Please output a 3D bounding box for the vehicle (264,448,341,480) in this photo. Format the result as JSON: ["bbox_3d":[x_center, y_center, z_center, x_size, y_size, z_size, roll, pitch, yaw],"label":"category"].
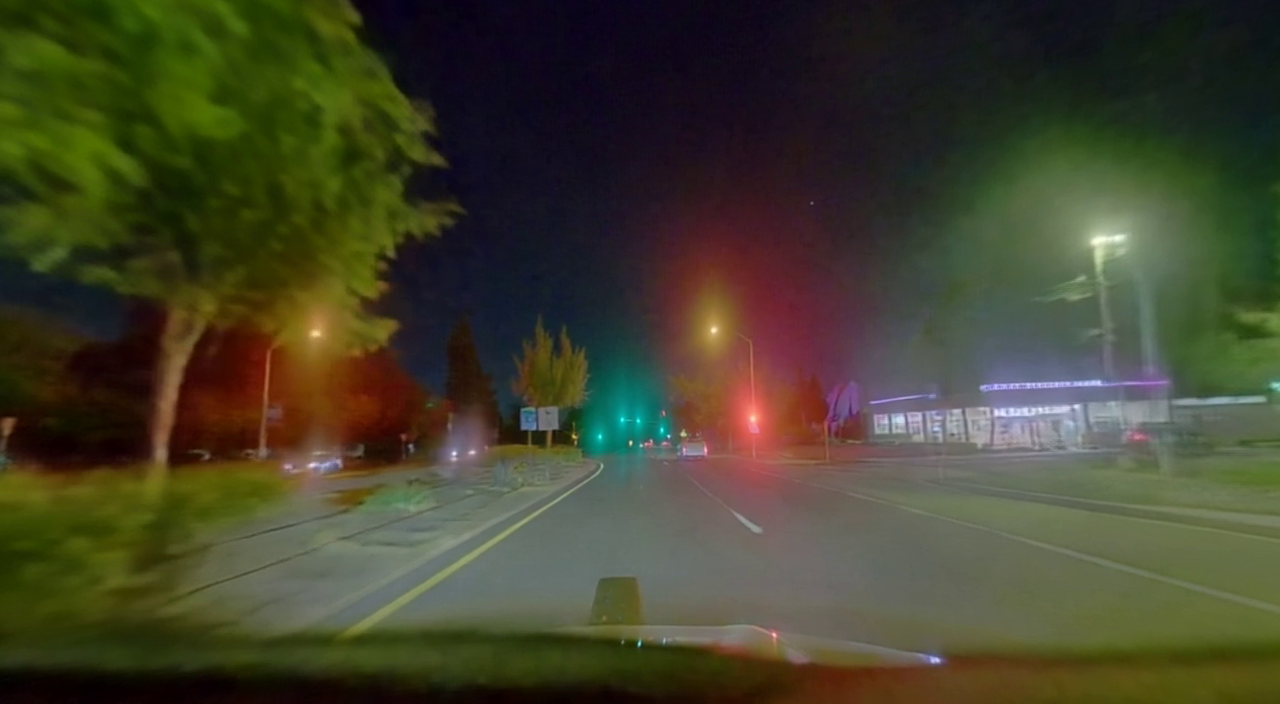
[{"bbox_3d":[-18.542,6.138,34.963,1.827,1.546,4.506,0,-8,-1],"label":"vehicle"}]

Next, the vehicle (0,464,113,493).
[{"bbox_3d":[-32.010,6.917,34.618,4.350,1.465,1.922,1,-8,-7],"label":"vehicle"}]

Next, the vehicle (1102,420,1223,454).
[{"bbox_3d":[30.963,5.057,37.544,5.373,1.958,2.152,0,-8,-3],"label":"vehicle"}]

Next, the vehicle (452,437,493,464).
[{"bbox_3d":[-11.908,7.012,45.221,1.953,1.761,4.702,1,-8,-4],"label":"vehicle"}]

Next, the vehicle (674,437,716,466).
[{"bbox_3d":[3.162,5.859,37.339,1.961,1.580,4.020,0,-8,-2],"label":"vehicle"}]
